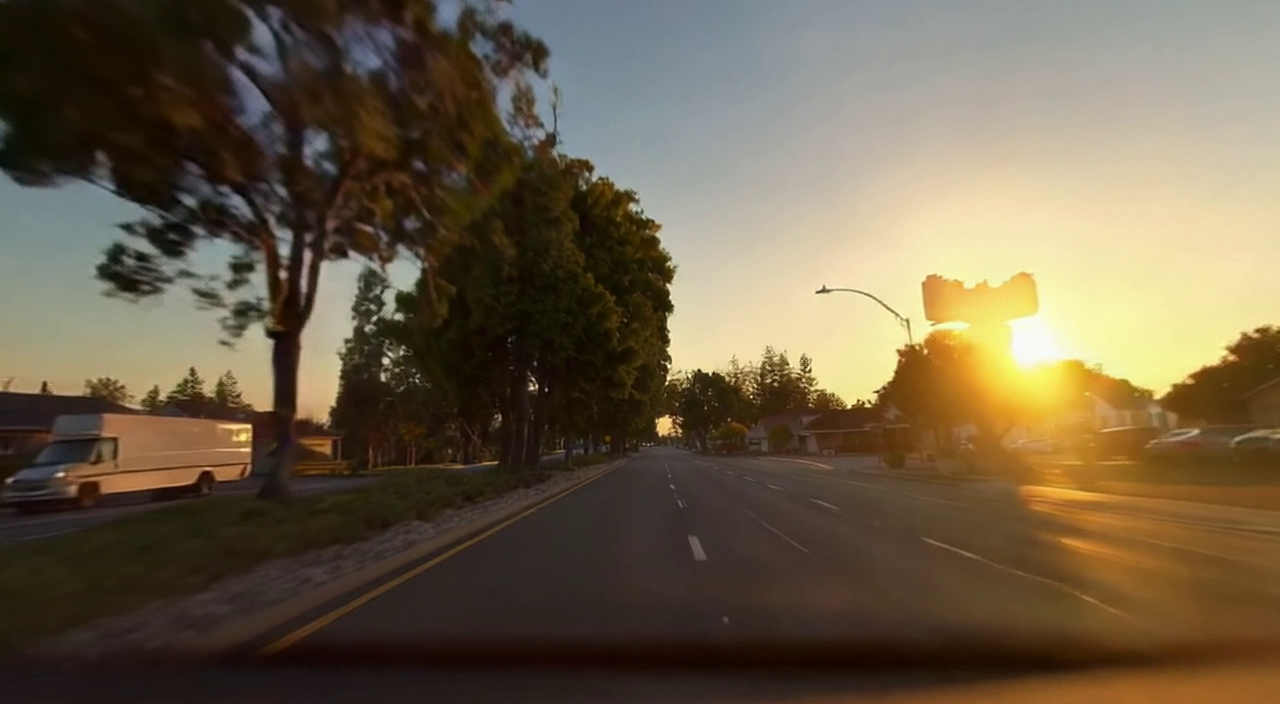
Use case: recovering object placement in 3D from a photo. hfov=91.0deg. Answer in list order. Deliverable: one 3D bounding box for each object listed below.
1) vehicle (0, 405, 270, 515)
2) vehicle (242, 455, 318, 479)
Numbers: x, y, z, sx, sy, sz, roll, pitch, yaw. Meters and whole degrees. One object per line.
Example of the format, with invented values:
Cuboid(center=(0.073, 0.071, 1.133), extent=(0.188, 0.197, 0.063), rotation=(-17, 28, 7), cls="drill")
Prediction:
Cuboid(center=(-19.395, 4.164, 25.092), extent=(2.898, 3.487, 9.955), rotation=(0, -8, 2), cls="vehicle")
Cuboid(center=(-25.144, 8.005, 44.054), extent=(1.880, 1.341, 4.090), rotation=(1, -6, 35), cls="vehicle")
